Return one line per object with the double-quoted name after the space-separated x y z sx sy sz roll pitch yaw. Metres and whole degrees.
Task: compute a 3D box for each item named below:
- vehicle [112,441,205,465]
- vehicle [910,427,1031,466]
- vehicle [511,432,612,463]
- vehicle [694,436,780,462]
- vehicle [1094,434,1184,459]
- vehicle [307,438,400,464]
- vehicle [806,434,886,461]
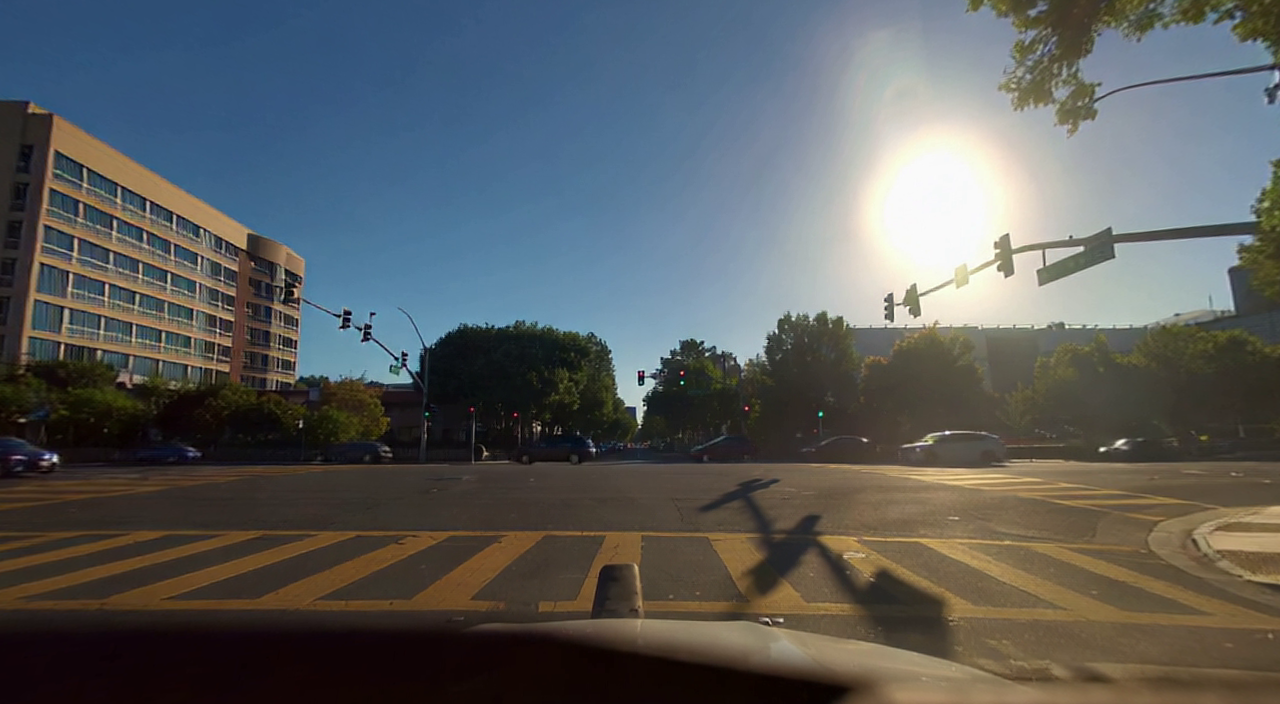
-30.753 6.454 40.411 4.443 1.472 1.794 0 -9 -1 "vehicle"
15.869 4.554 30.535 4.662 1.764 2.064 0 -9 -3 "vehicle"
-4.901 6.085 40.230 6.133 1.833 2.155 -1 -9 2 "vehicle"
5.648 5.719 37.198 4.724 1.452 1.870 0 -9 1 "vehicle"
31.778 6.048 40.270 4.100 1.509 1.853 0 -9 0 "vehicle"
-16.670 5.783 36.889 4.519 1.476 1.767 0 -9 0 "vehicle"
13.227 6.168 40.823 4.488 1.667 1.869 0 -9 1 "vehicle"
